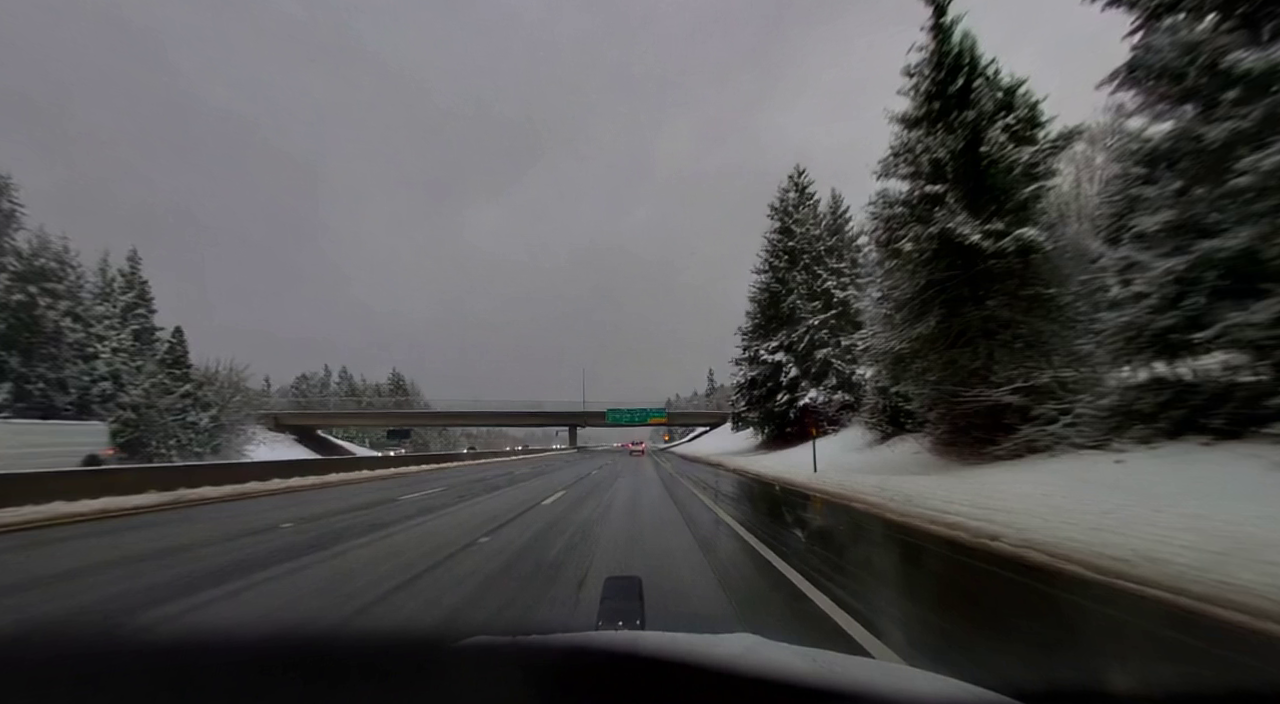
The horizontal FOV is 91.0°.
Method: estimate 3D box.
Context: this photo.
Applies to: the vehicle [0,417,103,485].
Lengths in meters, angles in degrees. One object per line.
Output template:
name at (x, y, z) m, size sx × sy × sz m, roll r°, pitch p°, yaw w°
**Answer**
vehicle at (-32.740, 5.063, 32.331) m, size 2.930 × 3.265 × 8.212 m, roll 0°, pitch -8°, yaw 0°
